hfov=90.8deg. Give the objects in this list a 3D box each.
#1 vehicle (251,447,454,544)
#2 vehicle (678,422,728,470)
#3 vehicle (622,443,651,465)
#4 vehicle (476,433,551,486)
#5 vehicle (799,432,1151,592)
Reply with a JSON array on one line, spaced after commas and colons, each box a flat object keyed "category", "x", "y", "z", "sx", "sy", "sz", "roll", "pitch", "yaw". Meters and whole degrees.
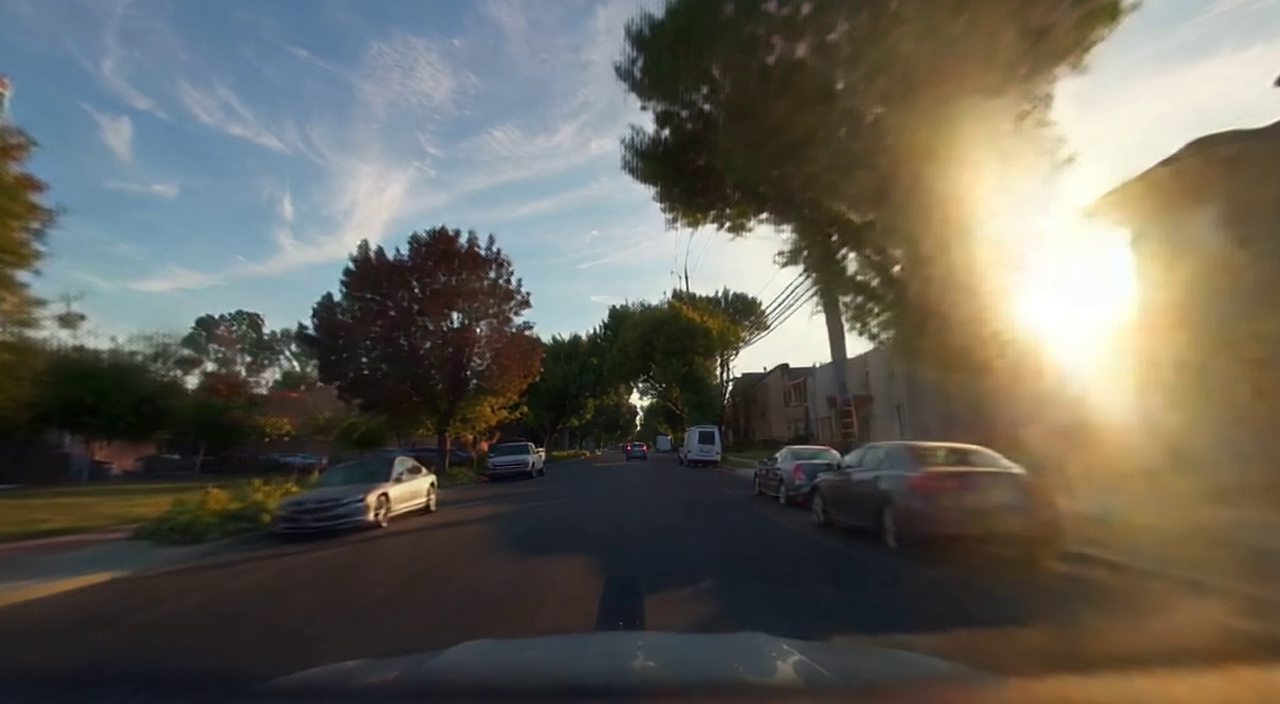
[{"category": "vehicle", "x": -6.058, "y": 3.017, "z": 14.305, "sx": 2.094, "sy": 1.433, "sz": 5.740, "roll": -4, "pitch": -7, "yaw": -2}, {"category": "vehicle", "x": 3.882, "y": 5.954, "z": 40.141, "sx": 2.384, "sy": 2.791, "sz": 5.899, "roll": 0, "pitch": -9, "yaw": -2}, {"category": "vehicle", "x": -0.265, "y": 7.559, "z": 46.891, "sx": 2.062, "sy": 1.509, "sz": 4.305, "roll": 0, "pitch": -8, "yaw": -1}, {"category": "vehicle", "x": -6.006, "y": 5.120, "z": 30.769, "sx": 2.284, "sy": 2.119, "sz": 5.984, "roll": -3, "pitch": -7, "yaw": 1}, {"category": "vehicle", "x": 3.993, "y": 1.982, "z": 8.885, "sx": 2.144, "sy": 1.572, "sz": 5.026, "roll": 0, "pitch": -9, "yaw": 0}]
